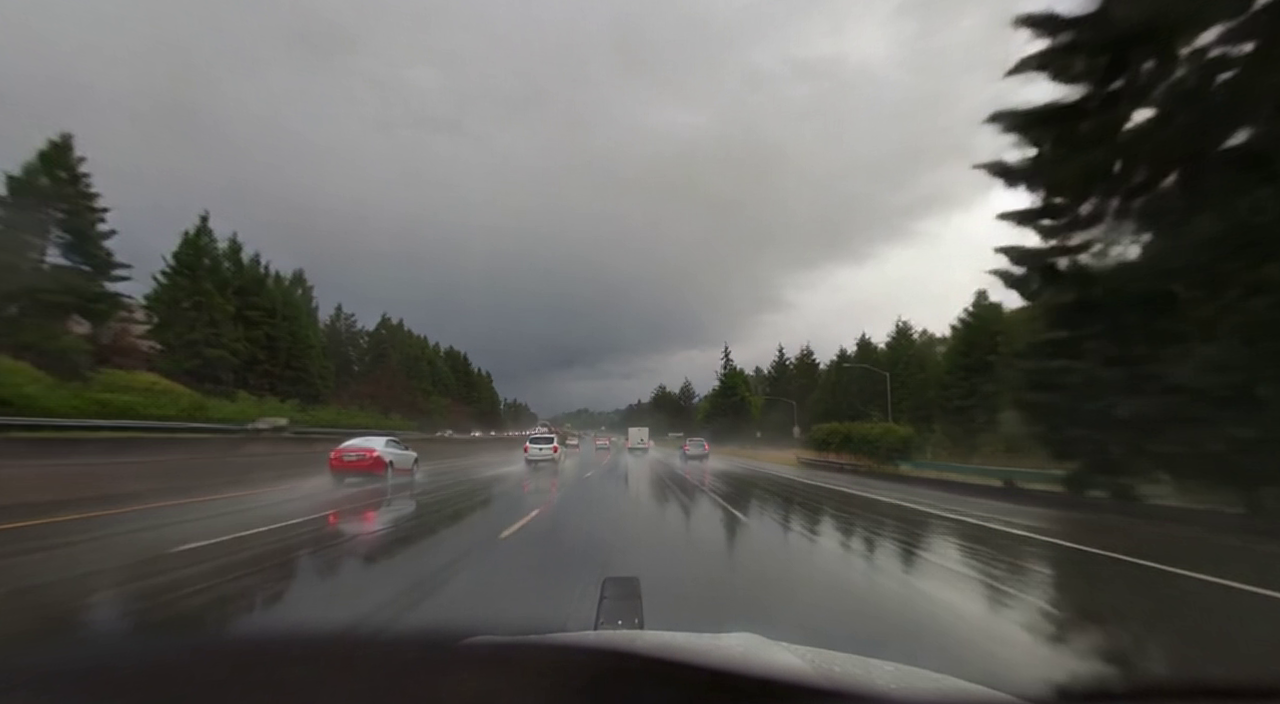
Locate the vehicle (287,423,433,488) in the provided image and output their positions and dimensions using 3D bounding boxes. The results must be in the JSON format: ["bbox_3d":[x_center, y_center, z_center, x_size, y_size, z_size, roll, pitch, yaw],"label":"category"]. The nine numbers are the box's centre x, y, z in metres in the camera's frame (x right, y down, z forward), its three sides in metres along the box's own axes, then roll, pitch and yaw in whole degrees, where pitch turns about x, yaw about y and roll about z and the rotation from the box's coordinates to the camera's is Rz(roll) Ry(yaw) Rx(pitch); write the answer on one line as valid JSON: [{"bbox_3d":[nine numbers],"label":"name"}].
[{"bbox_3d":[-8.246,3.120,19.130,2.237,1.703,4.681,0,-9,0],"label":"vehicle"}]

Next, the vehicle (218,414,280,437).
[{"bbox_3d":[-29.232,5.552,47.193,1.825,1.511,4.219,0,-9,2],"label":"vehicle"}]

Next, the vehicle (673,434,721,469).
[{"bbox_3d":[2.939,5.263,33.350,2.053,1.698,4.097,0,-9,-1],"label":"vehicle"}]

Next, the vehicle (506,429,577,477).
[{"bbox_3d":[-3.707,3.900,24.417,2.002,1.680,4.301,0,-9,1],"label":"vehicle"}]
